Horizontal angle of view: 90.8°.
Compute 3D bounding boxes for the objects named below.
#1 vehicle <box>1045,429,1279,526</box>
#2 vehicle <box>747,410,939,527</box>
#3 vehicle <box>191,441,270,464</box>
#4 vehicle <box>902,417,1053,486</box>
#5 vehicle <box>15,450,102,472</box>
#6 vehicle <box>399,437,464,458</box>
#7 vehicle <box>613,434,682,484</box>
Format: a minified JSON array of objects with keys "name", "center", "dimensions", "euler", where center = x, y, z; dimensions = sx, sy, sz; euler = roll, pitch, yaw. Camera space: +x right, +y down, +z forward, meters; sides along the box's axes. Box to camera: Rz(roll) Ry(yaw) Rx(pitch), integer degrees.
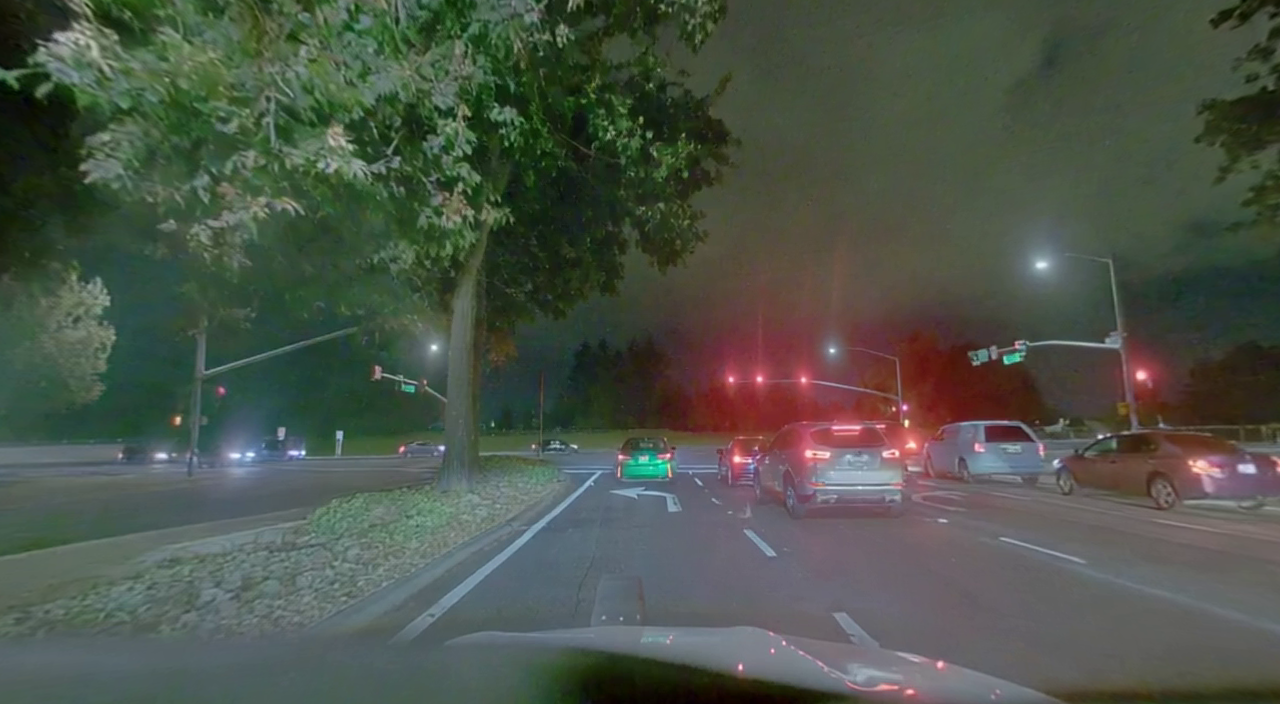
[{"name":"vehicle","center":[10.408,2.364,12.489],"dimensions":[1.919,1.549,4.452],"euler":[0,-8,2]},{"name":"vehicle","center":[3.543,2.155,12.249],"dimensions":[2.111,1.780,4.990],"euler":[0,-8,1]},{"name":"vehicle","center":[-29.716,7.294,45.907],"dimensions":[4.517,1.637,1.935],"euler":[-1,-9,9]},{"name":"vehicle","center":[10.976,3.309,21.230],"dimensions":[2.130,1.988,5.684],"euler":[0,-8,3]},{"name":"vehicle","center":[-40.766,7.624,44.296],"dimensions":[4.630,1.441,1.923],"euler":[-1,-9,9]},{"name":"vehicle","center":[-15.586,7.163,47.354],"dimensions":[4.076,1.498,2.175],"euler":[-1,-8,5]},{"name":"vehicle","center":[0.282,3.461,20.717],"dimensions":[2.026,1.458,4.175],"euler":[0,-8,2]}]
